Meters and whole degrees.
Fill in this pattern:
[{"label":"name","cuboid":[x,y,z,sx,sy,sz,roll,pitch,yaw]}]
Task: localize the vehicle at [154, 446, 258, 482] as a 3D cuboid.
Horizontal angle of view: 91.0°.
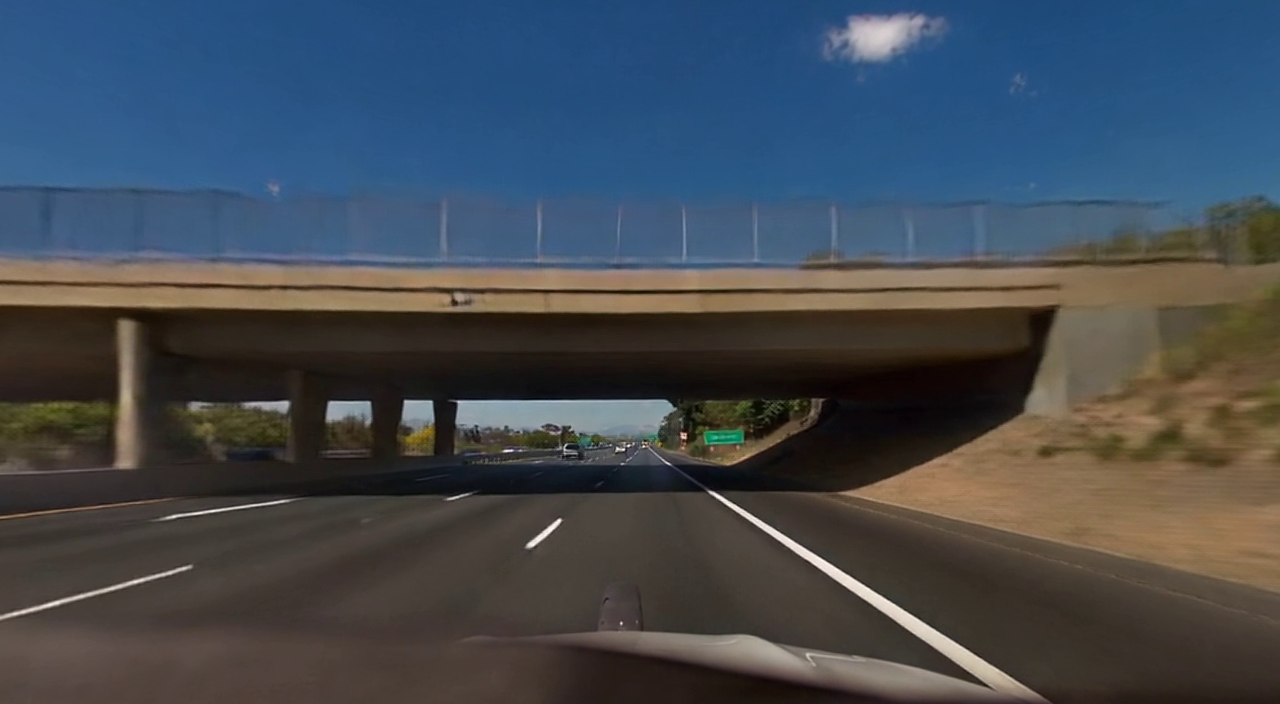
[{"label":"vehicle","cuboid":[-20.261,5.232,29.660,1.867,1.547,4.145,0,-9,1]}]
